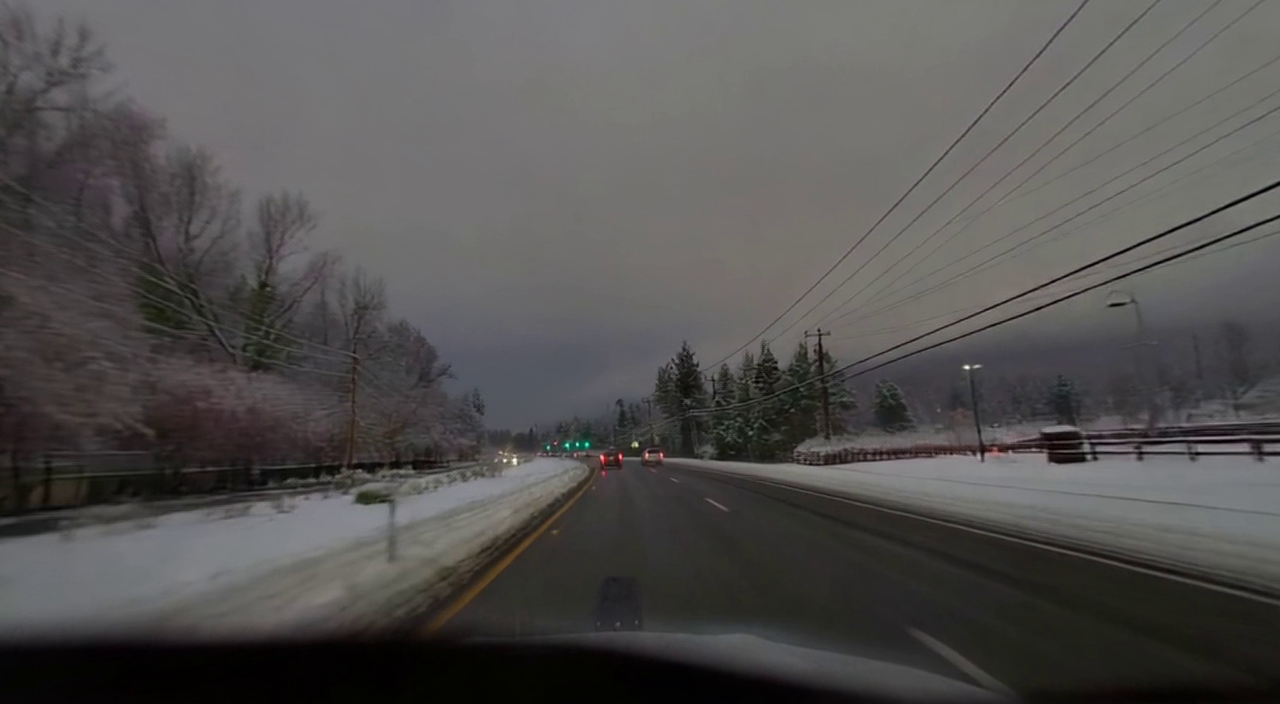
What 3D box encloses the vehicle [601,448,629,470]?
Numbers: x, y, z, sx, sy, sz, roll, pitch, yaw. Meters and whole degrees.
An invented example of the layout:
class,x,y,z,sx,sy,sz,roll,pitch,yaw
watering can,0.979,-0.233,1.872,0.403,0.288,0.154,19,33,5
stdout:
class,x,y,z,sx,sy,sz,roll,pitch,yaw
vehicle,-2.019,8.391,49.505,2.005,1.633,4.044,1,-9,-4
